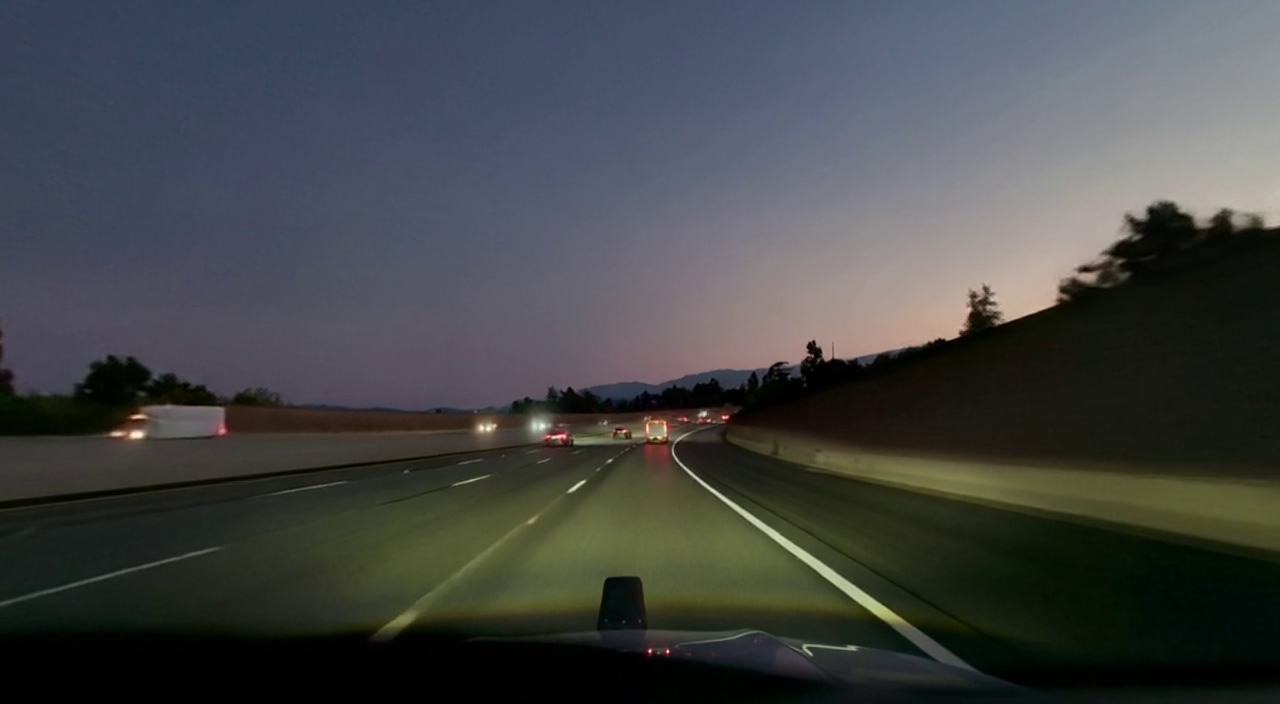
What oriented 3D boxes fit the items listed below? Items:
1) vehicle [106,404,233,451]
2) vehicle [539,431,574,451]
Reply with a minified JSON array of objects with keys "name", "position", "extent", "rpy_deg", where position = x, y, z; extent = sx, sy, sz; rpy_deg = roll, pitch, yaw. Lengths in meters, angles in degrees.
[{"name":"vehicle","position":[-35.898,5.959,48.688],"extent":[2.966,3.259,8.509],"rpy_deg":[-1,-8,2]},{"name":"vehicle","position":[-6.443,6.955,49.109],"extent":[1.966,1.488,4.243],"rpy_deg":[-1,-8,3]}]
